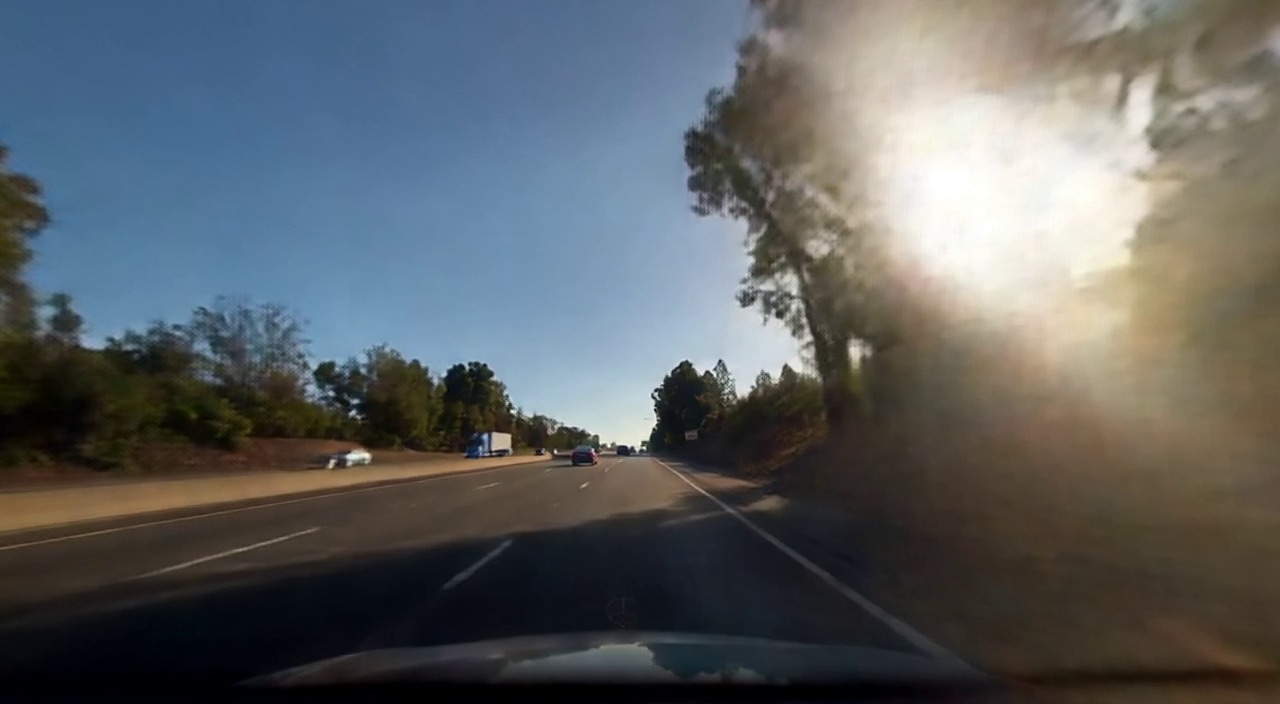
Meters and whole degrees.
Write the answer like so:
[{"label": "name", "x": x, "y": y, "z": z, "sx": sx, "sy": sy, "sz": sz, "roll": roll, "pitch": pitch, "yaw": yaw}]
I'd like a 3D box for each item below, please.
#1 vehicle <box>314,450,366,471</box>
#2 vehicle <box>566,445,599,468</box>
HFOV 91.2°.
[{"label": "vehicle", "x": -23.302, "y": 8.435, "z": 48.871, "sx": 1.980, "sy": 1.518, "sz": 3.986, "roll": 0, "pitch": -9, "yaw": 1}, {"label": "vehicle", "x": -3.991, "y": 7.358, "z": 44.188, "sx": 1.933, "sy": 1.497, "sz": 3.973, "roll": 0, "pitch": -9, "yaw": 0}]
